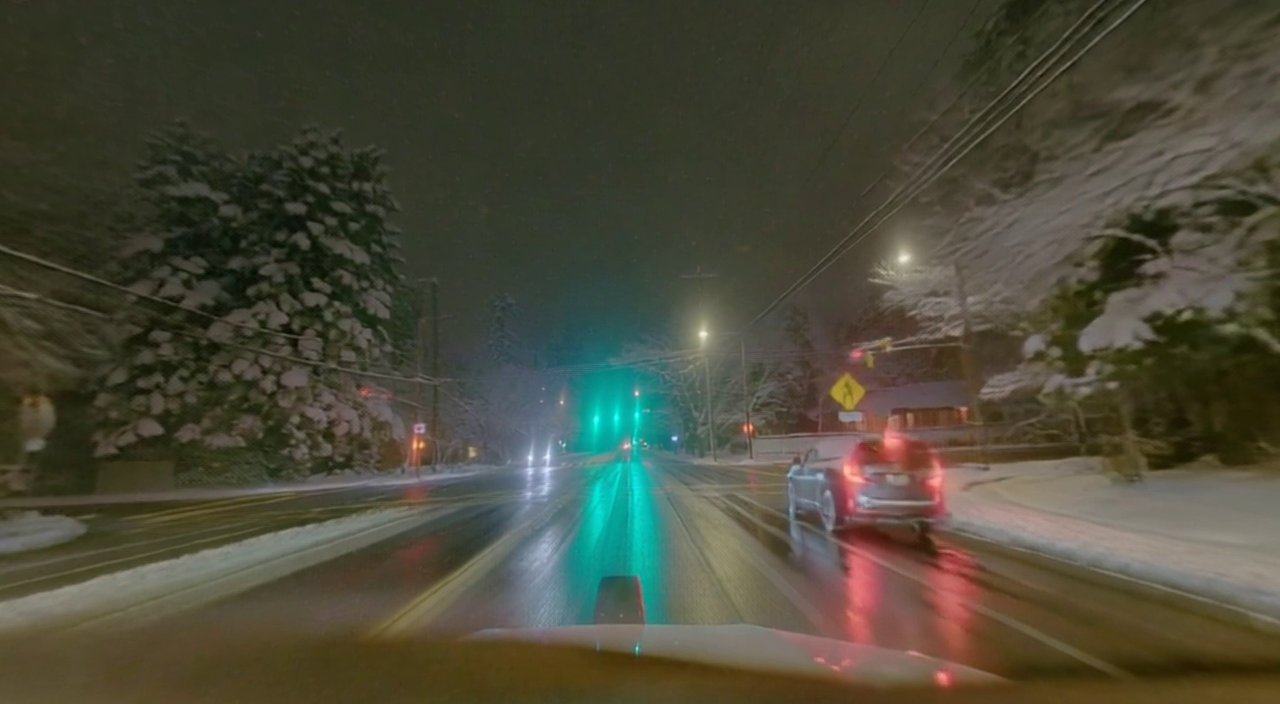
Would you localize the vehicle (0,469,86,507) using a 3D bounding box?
[{"bbox_3d":[-29.789,6.552,30.157,4.830,1.521,1.948,-4,-10,-2],"label":"vehicle"}]

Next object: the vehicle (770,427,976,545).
[{"bbox_3d":[3.781,2.238,11.252,1.900,1.661,4.346,1,-8,-1],"label":"vehicle"}]

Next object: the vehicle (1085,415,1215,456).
[{"bbox_3d":[25.753,4.207,31.984,5.153,1.957,2.033,1,-8,-9],"label":"vehicle"}]
